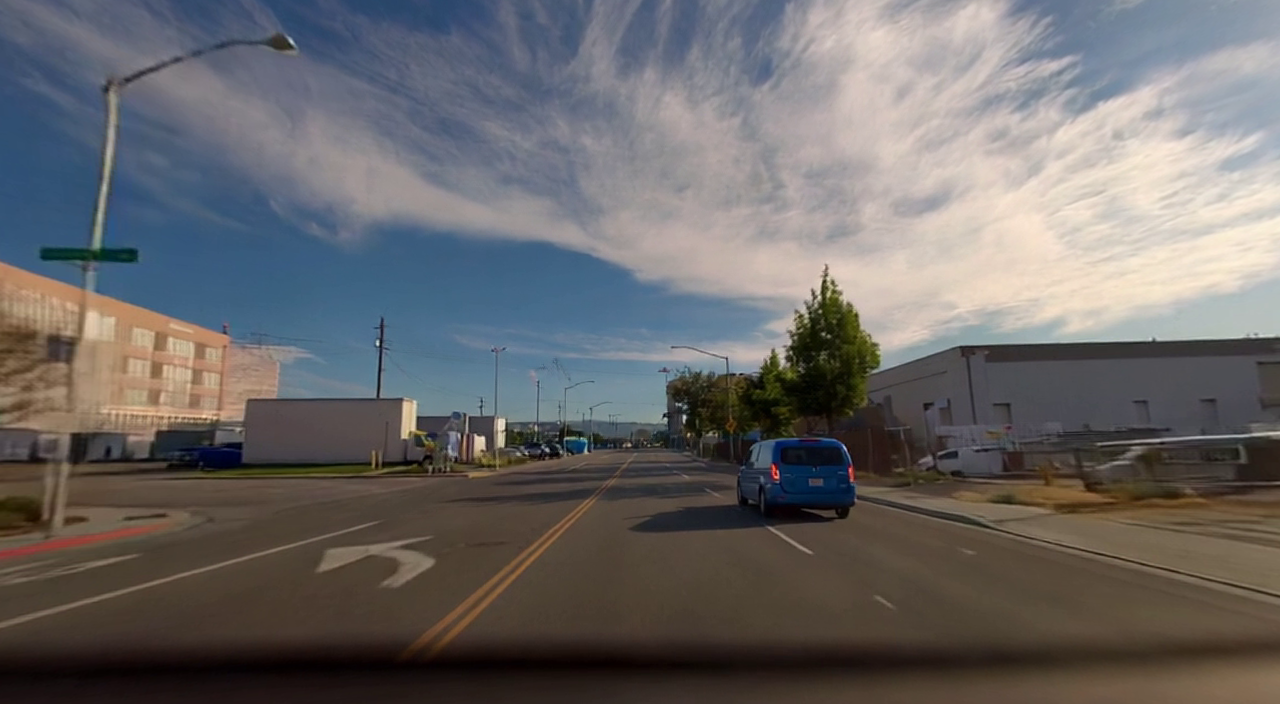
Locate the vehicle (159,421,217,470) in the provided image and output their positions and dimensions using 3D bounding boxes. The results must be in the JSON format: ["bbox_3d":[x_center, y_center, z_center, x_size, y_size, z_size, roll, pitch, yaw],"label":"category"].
[{"bbox_3d":[-33.926,6.970,47.142,2.841,3.355,7.180,7,-11,-38],"label":"vehicle"}]

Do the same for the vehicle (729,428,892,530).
[{"bbox_3d":[3.419,2.663,13.856,2.202,1.822,4.826,0,-9,0],"label":"vehicle"}]

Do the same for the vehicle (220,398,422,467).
[{"bbox_3d":[-19.709,5.073,39.538,10.797,4.039,3.044,0,-9,-1],"label":"vehicle"}]

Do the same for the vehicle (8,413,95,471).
[{"bbox_3d":[-39.817,6.174,42.881,3.287,3.586,7.296,7,-11,-37],"label":"vehicle"}]
